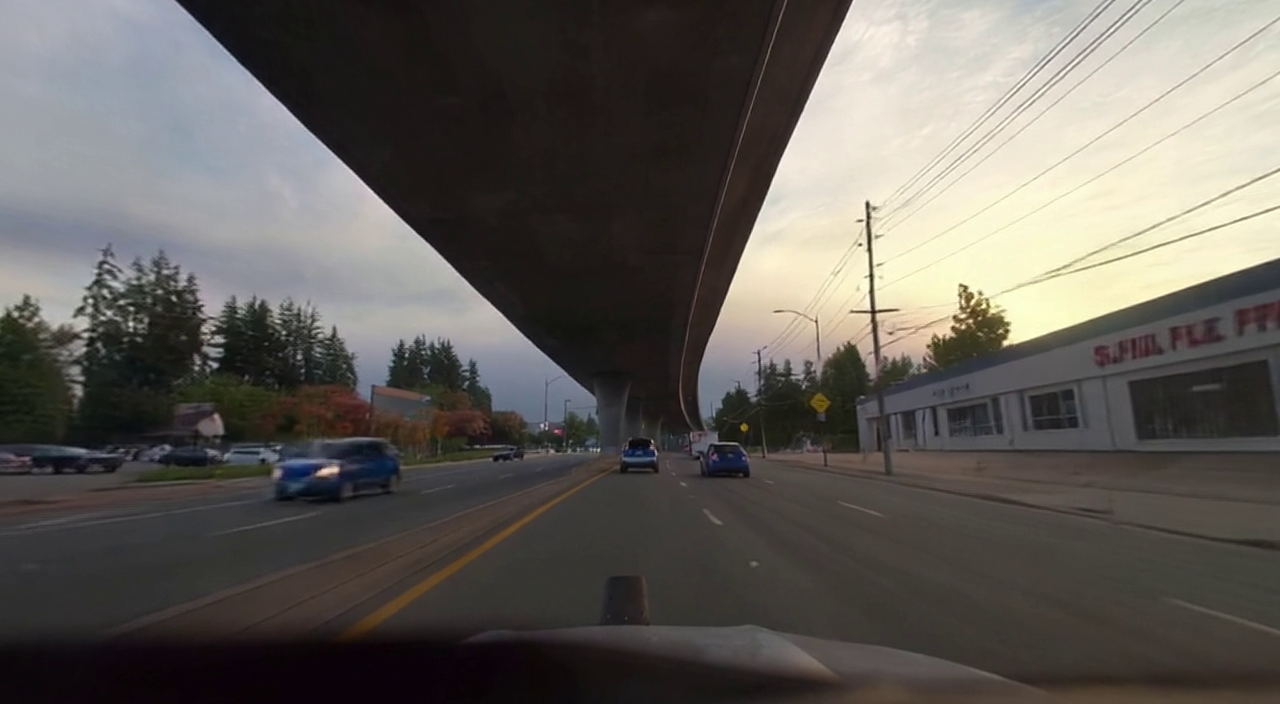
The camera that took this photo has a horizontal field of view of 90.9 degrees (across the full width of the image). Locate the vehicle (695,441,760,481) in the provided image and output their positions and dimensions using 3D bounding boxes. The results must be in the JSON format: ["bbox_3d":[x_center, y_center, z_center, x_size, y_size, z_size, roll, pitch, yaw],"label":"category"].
[{"bbox_3d":[3.462,4.394,25.764,1.954,1.479,4.557,0,-8,0],"label":"vehicle"}]

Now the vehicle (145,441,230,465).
[{"bbox_3d":[-33.543,7.514,46.873,4.540,1.717,2.066,2,-9,-13],"label":"vehicle"}]

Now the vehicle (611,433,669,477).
[{"bbox_3d":[0.064,4.661,28.829,2.441,1.813,4.581,0,-8,1],"label":"vehicle"}]

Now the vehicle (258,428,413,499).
[{"bbox_3d":[-8.670,3.198,18.546,2.137,1.811,4.549,0,-8,2],"label":"vehicle"}]
